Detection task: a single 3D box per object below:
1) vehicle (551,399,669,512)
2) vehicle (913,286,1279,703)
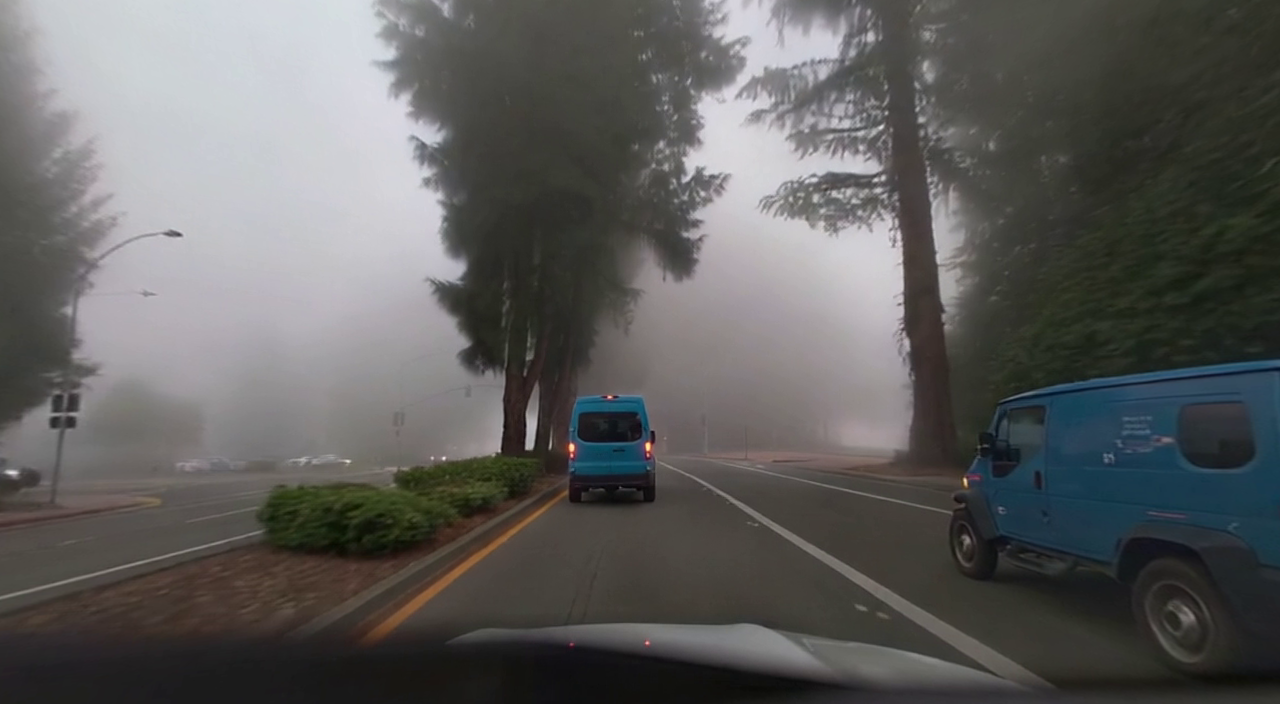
[{"bbox_3d":[-0.539,2.223,13.736,2.145,2.046,4.309,0,-9,0],"label":"vehicle"},{"bbox_3d":[3.724,0.904,4.220,1.988,1.873,3.968,0,-9,0],"label":"vehicle"}]
